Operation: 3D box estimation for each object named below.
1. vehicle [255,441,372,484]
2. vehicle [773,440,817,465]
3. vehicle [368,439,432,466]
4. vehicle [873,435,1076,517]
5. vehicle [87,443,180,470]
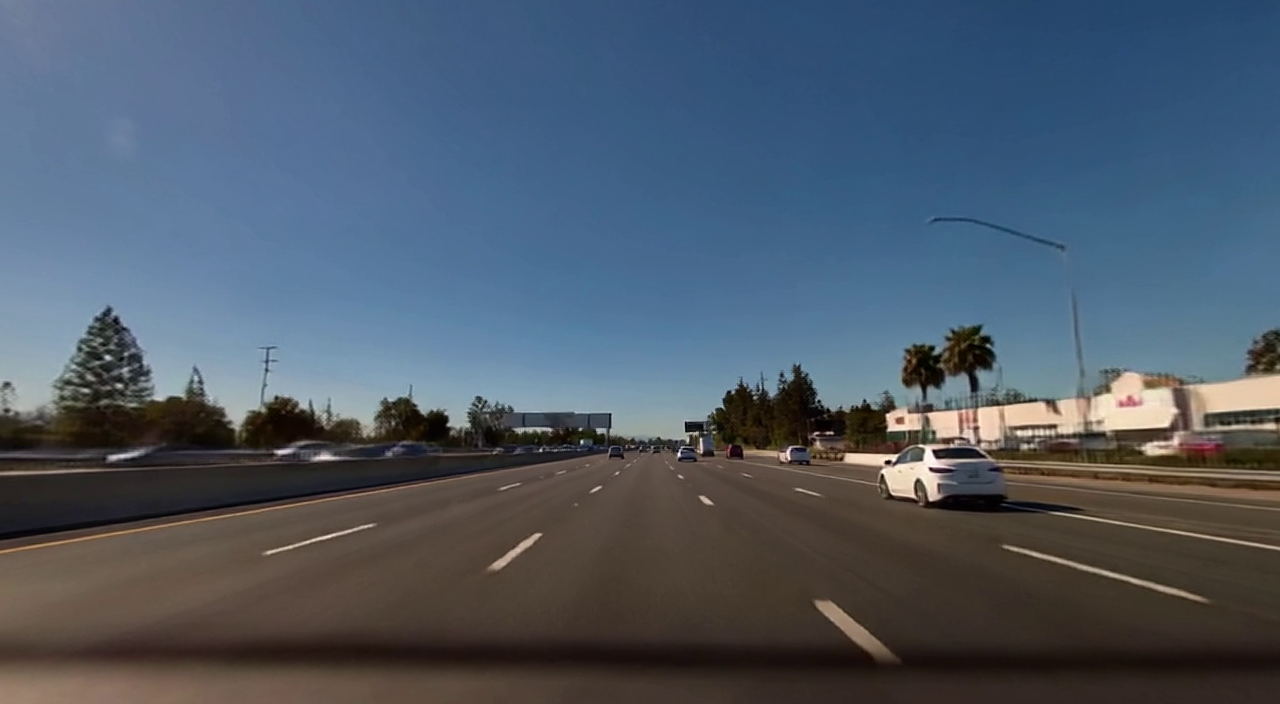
[{"bbox_3d":[-12.111,4.125,23.827,1.867,1.451,4.550,0,-9,2],"label":"vehicle"},{"bbox_3d":[11.966,7.778,48.865,2.168,1.861,4.678,0,-9,0],"label":"vehicle"},{"bbox_3d":[-15.205,6.385,40.249,2.023,1.607,4.937,0,-9,1],"label":"vehicle"},{"bbox_3d":[7.236,2.713,14.379,2.071,1.543,4.702,0,-9,0],"label":"vehicle"},{"bbox_3d":[-28.727,5.935,35.945,1.803,1.451,4.199,0,-9,1],"label":"vehicle"}]
